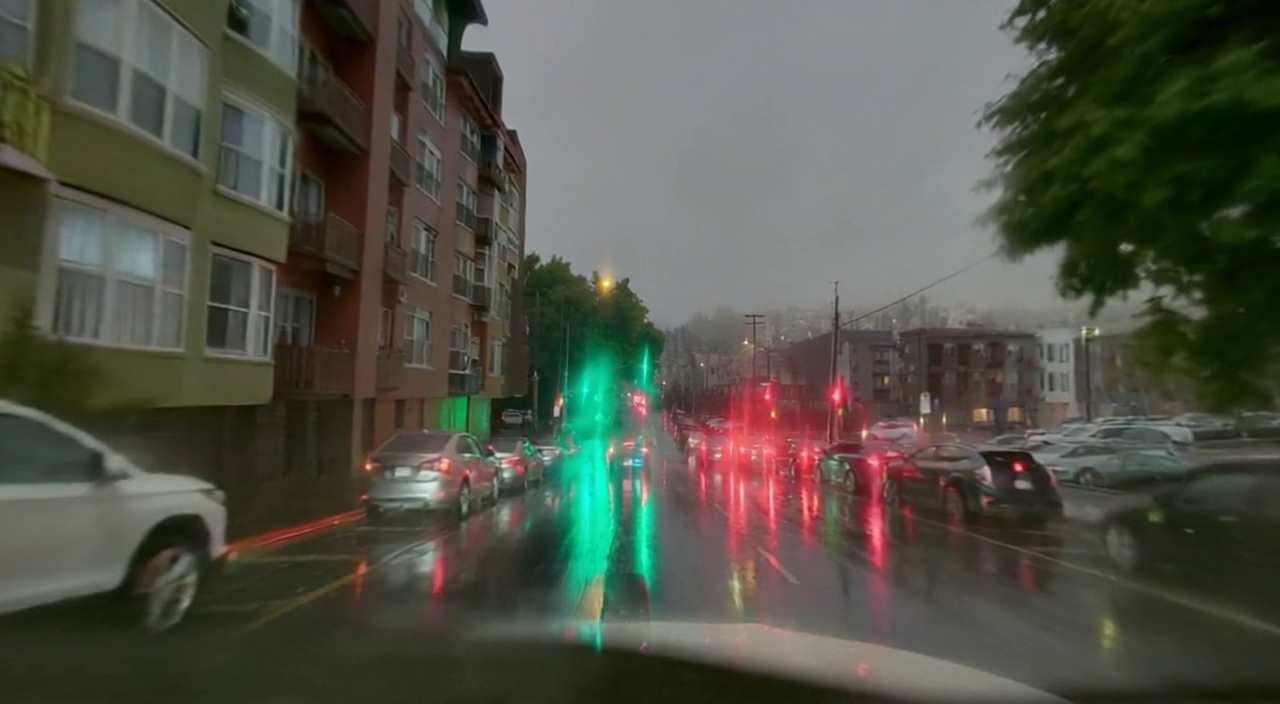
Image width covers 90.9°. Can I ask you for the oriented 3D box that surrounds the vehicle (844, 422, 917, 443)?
[{"bbox_3d":[18.317,6.191,48.113,4.738,1.537,1.960,0,-8,2],"label":"vehicle"}]

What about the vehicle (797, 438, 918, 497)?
[{"bbox_3d":[6.113,3.292,18.346,1.938,1.487,4.371,0,-8,0],"label":"vehicle"}]

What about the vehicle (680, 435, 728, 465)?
[{"bbox_3d":[3.235,5.084,32.823,2.055,1.450,4.676,0,-8,0],"label":"vehicle"}]

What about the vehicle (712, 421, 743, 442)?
[{"bbox_3d":[6.538,6.021,47.656,1.815,1.519,3.491,0,-8,0],"label":"vehicle"}]

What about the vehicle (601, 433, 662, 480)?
[{"bbox_3d":[-0.271,3.626,22.105,1.923,1.460,3.923,0,-8,0],"label":"vehicle"}]

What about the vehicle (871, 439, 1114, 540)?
[{"bbox_3d":[6.211,2.435,11.914,1.980,1.518,4.526,0,-8,0],"label":"vehicle"}]

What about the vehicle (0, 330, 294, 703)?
[{"bbox_3d":[-3.680,0.805,2.704,1.975,1.759,4.250,0,-8,-1],"label":"vehicle"}]

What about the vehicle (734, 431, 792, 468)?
[{"bbox_3d":[6.151,4.931,32.048,1.999,1.752,4.502,0,-8,0],"label":"vehicle"}]

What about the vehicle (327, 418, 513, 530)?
[{"bbox_3d":[-3.683,2.103,11.390,1.831,1.650,3.852,0,-8,2],"label":"vehicle"}]

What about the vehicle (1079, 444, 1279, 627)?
[{"bbox_3d":[6.160,1.544,5.425,1.814,1.490,4.109,0,-8,1],"label":"vehicle"}]
